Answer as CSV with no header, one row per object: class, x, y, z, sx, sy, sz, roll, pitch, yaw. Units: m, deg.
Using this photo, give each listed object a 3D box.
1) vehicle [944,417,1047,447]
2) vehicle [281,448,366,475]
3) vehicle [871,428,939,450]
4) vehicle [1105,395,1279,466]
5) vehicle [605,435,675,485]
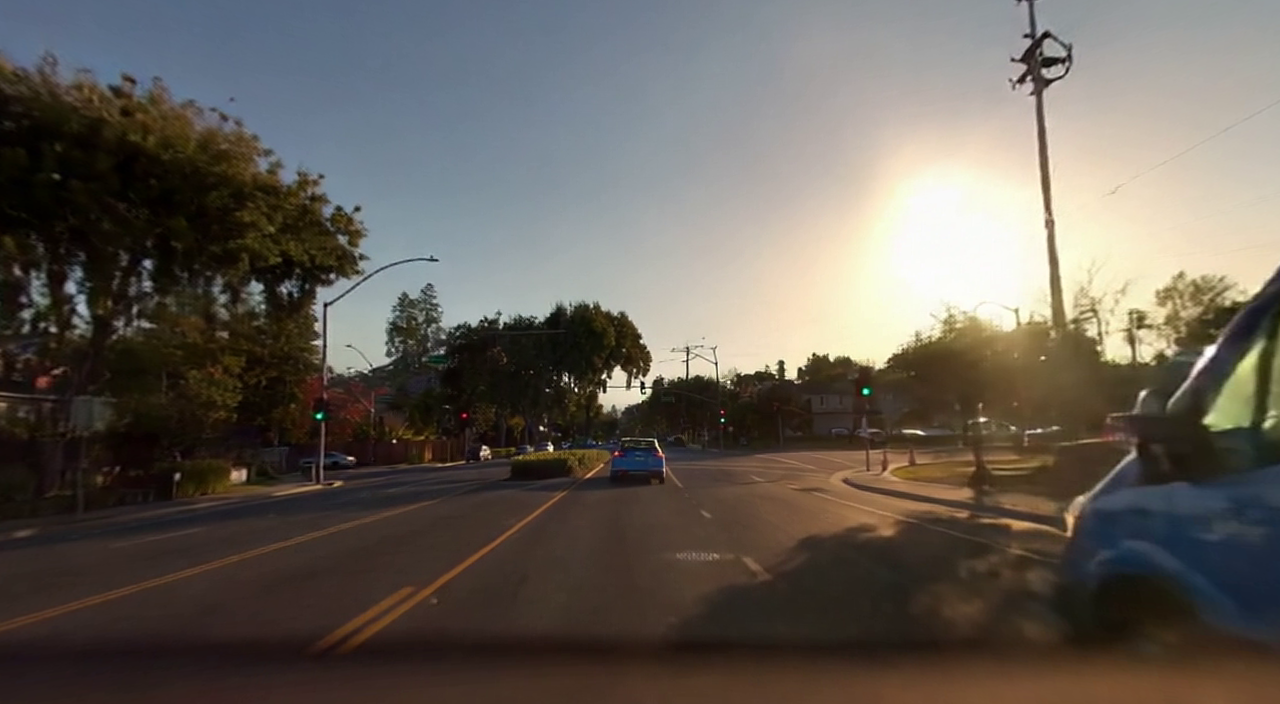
vehicle,25.440,5.743,45.320,6.041,1.900,2.349,-1,-9,-6
vehicle,-20.963,7.284,41.986,4.588,1.703,1.879,-1,-9,1
vehicle,18.805,6.219,44.945,3.949,1.505,1.766,-1,-9,1
vehicle,16.453,2.249,17.904,4.735,1.882,2.087,-1,-9,2
vehicle,-0.009,3.517,20.822,2.104,1.462,3.991,0,-9,0
